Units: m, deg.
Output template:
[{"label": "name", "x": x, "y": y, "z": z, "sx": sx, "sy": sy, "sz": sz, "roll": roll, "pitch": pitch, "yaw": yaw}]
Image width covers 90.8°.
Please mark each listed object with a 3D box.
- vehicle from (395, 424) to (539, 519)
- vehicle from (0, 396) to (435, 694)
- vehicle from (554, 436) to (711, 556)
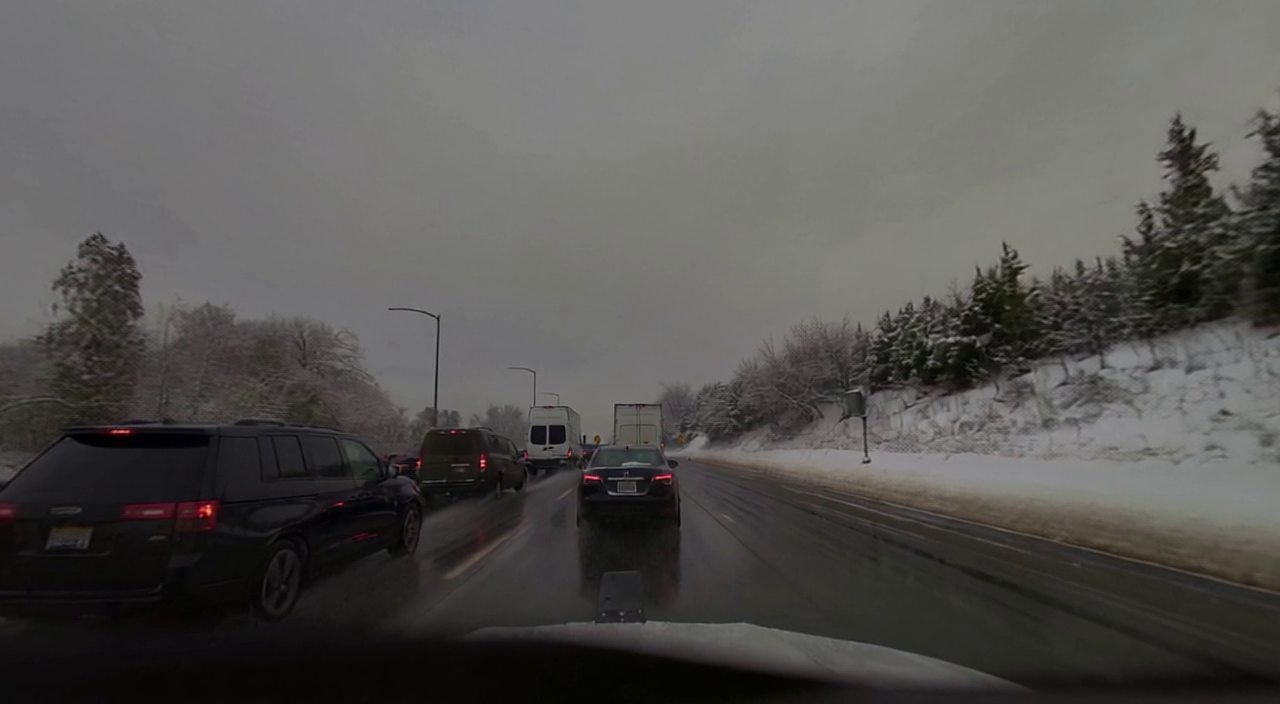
[{"label": "vehicle", "x": -3.928, "y": 2.825, "z": 15.333, "sx": 2.055, "sy": 1.913, "sz": 4.584, "roll": -1, "pitch": -9, "yaw": 2}, {"label": "vehicle", "x": -3.676, "y": 1.430, "z": 5.838, "sx": 2.029, "sy": 1.656, "sz": 4.437, "roll": -1, "pitch": -9, "yaw": 0}, {"label": "vehicle", "x": -0.101, "y": 2.098, "z": 9.762, "sx": 1.995, "sy": 1.495, "sz": 3.380, "roll": 0, "pitch": -9, "yaw": 0}]
